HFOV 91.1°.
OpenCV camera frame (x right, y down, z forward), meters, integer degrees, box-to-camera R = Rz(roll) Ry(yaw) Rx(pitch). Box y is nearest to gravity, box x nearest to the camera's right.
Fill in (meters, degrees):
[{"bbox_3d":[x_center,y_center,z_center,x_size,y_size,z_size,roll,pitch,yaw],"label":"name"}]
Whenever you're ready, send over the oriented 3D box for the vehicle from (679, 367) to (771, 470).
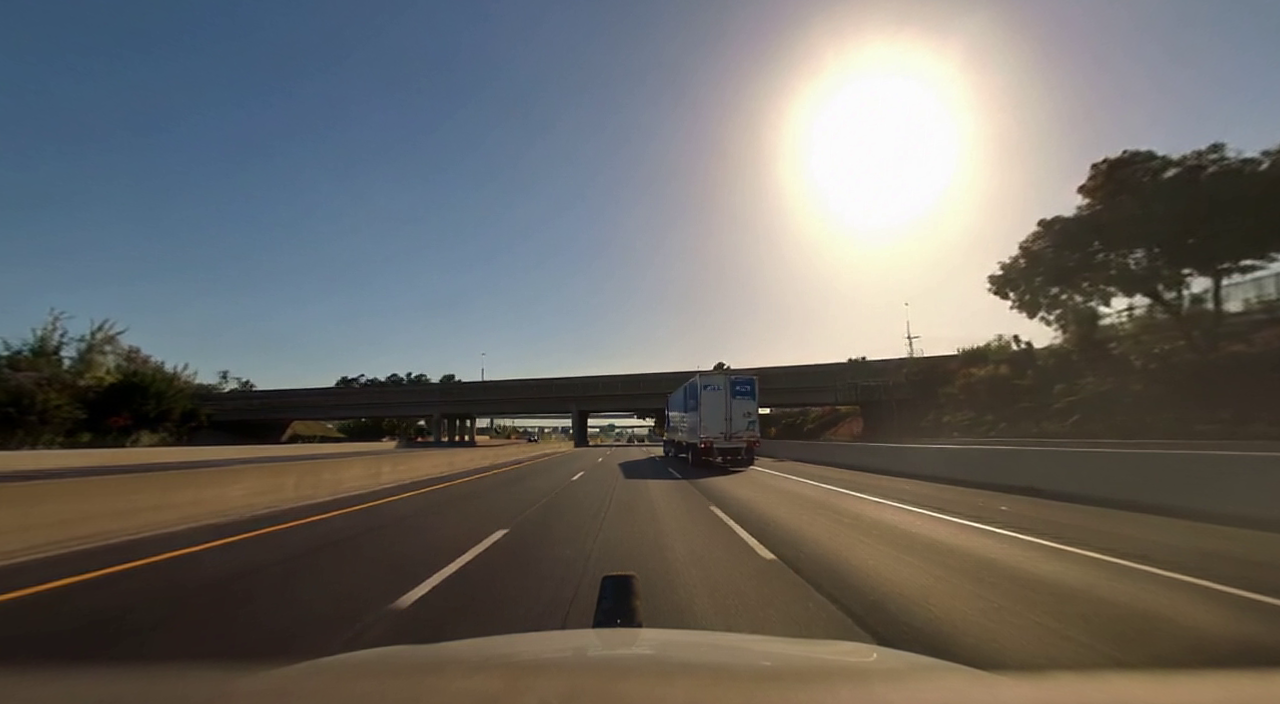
[{"bbox_3d":[3.571,3.199,28.962,2.880,3.986,9.103,0,-8,-1],"label":"vehicle"}]
